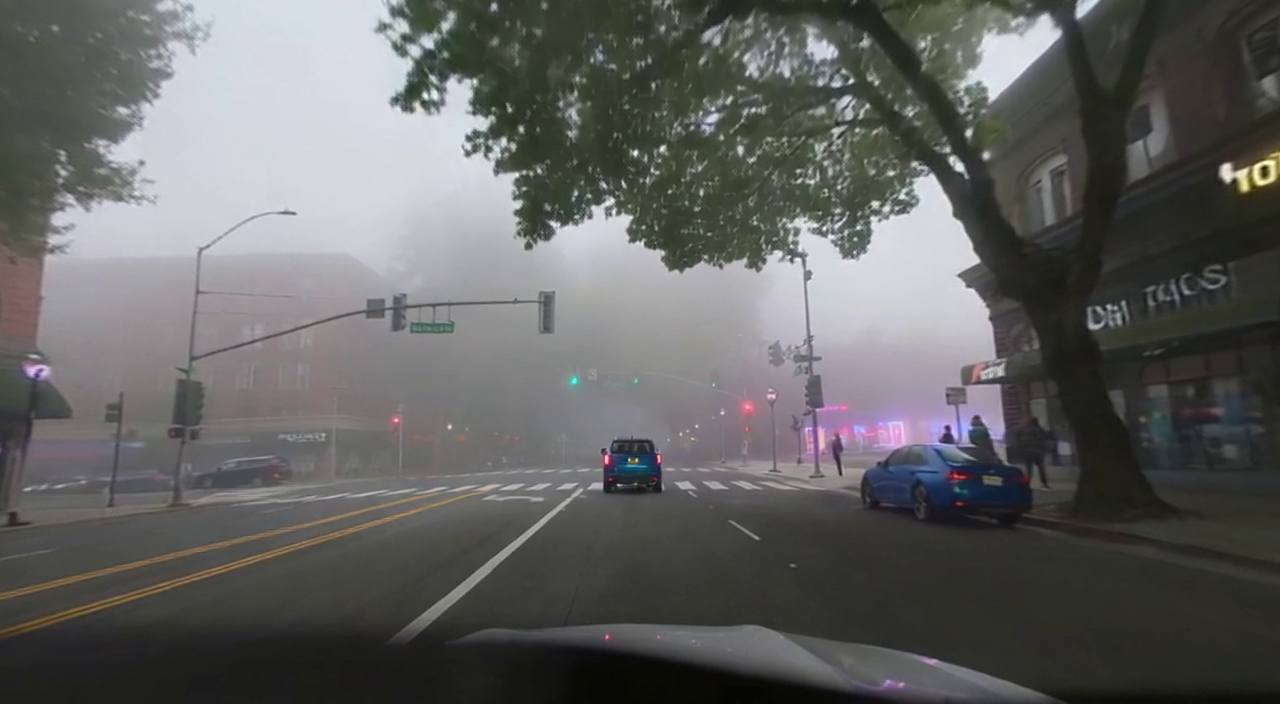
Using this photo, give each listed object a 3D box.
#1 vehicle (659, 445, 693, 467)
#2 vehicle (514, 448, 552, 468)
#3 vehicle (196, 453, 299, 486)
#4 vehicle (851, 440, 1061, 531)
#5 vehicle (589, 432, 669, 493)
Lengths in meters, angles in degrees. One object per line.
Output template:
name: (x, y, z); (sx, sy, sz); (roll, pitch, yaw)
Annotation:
vehicle: (2.608, 7.647, 46.580); (2.209, 1.478, 4.138); (0, -9, -1)
vehicle: (-8.398, 8.374, 49.961); (2.152, 1.468, 4.737); (0, -9, 0)
vehicle: (-21.863, 6.520, 35.273); (4.427, 1.757, 2.125); (-1, -9, 9)
vehicle: (6.059, 2.579, 12.832); (1.986, 1.515, 4.265); (0, -9, -1)
vehicle: (-0.367, 3.654, 21.224); (2.382, 1.796, 4.610); (0, -9, -1)
